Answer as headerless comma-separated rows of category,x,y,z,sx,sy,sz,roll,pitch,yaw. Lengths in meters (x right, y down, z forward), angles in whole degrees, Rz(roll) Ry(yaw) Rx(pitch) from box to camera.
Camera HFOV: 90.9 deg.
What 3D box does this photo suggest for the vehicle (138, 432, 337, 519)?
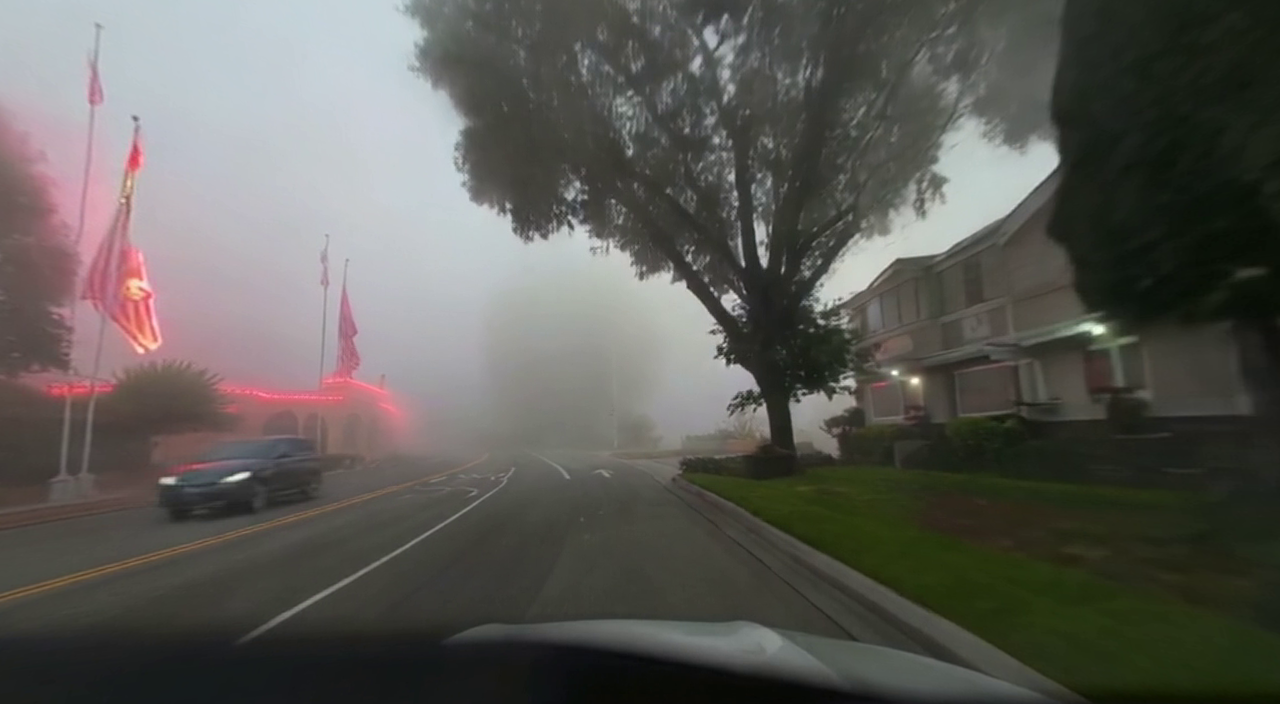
vehicle,-8.075,2.455,13.138,1.912,1.500,3.772,0,-8,-6
